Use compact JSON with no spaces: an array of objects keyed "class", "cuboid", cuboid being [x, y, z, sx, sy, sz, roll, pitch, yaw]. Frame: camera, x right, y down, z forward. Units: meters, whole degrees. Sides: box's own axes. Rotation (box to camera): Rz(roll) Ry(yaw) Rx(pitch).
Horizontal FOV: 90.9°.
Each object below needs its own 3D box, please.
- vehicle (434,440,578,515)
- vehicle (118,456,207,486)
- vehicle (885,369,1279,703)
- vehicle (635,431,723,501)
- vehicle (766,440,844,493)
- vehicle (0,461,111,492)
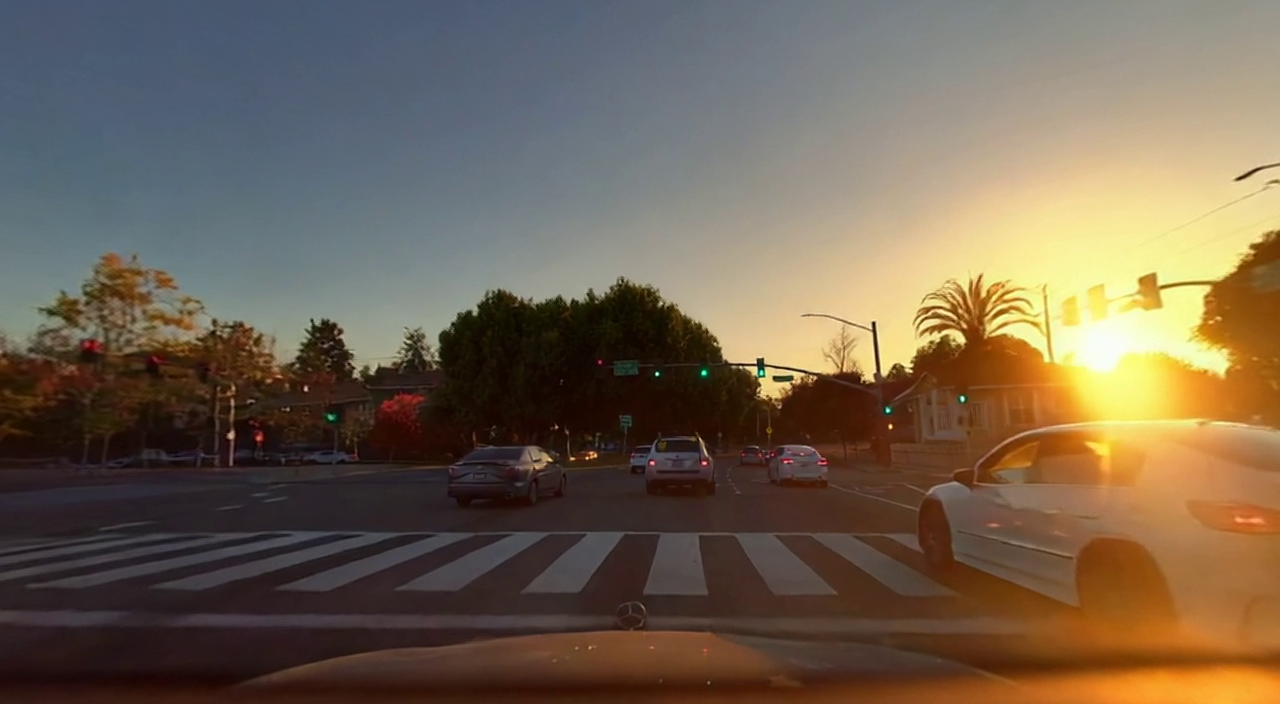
[{"class":"vehicle","cuboid":[-2.928,2.868,14.976,2.006,1.464,4.586,-1,-9,6]},{"class":"vehicle","cuboid":[-26.085,6.464,34.448,4.066,1.506,1.867,-3,-9,20]},{"class":"vehicle","cuboid":[3.755,1.218,4.728,2.106,1.636,4.655,-1,-9,2]},{"class":"vehicle","cuboid":[1.215,3.260,18.461,2.250,1.768,4.574,-1,-9,6]},{"class":"vehicle","cuboid":[5.198,3.635,20.303,1.859,1.540,3.454,-1,-9,5]},{"class":"vehicle","cuboid":[-29.522,6.198,31.452,4.647,1.427,2.065,-1,-9,8]}]
